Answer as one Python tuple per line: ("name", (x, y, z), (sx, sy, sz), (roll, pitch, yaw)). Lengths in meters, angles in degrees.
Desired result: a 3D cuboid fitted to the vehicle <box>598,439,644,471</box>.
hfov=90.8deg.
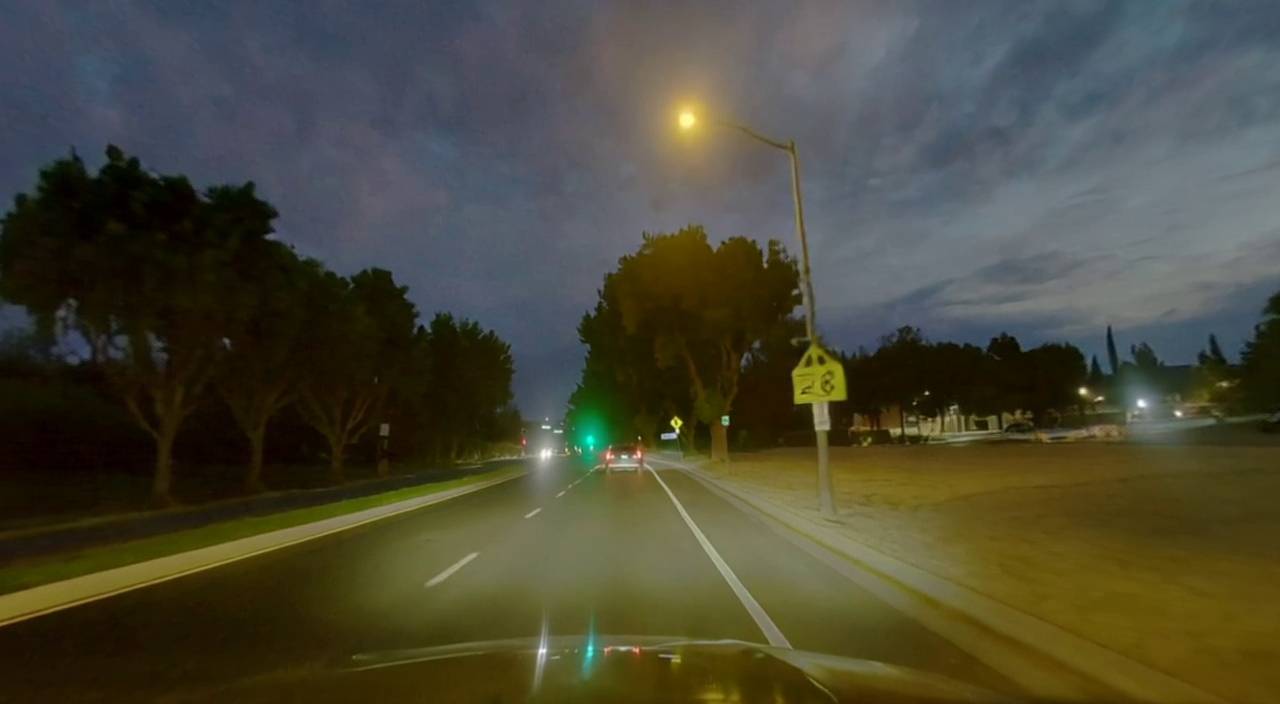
("vehicle", (-0.864, 5.112, 31.685), (2.111, 1.466, 4.223), (-1, -8, 1))
